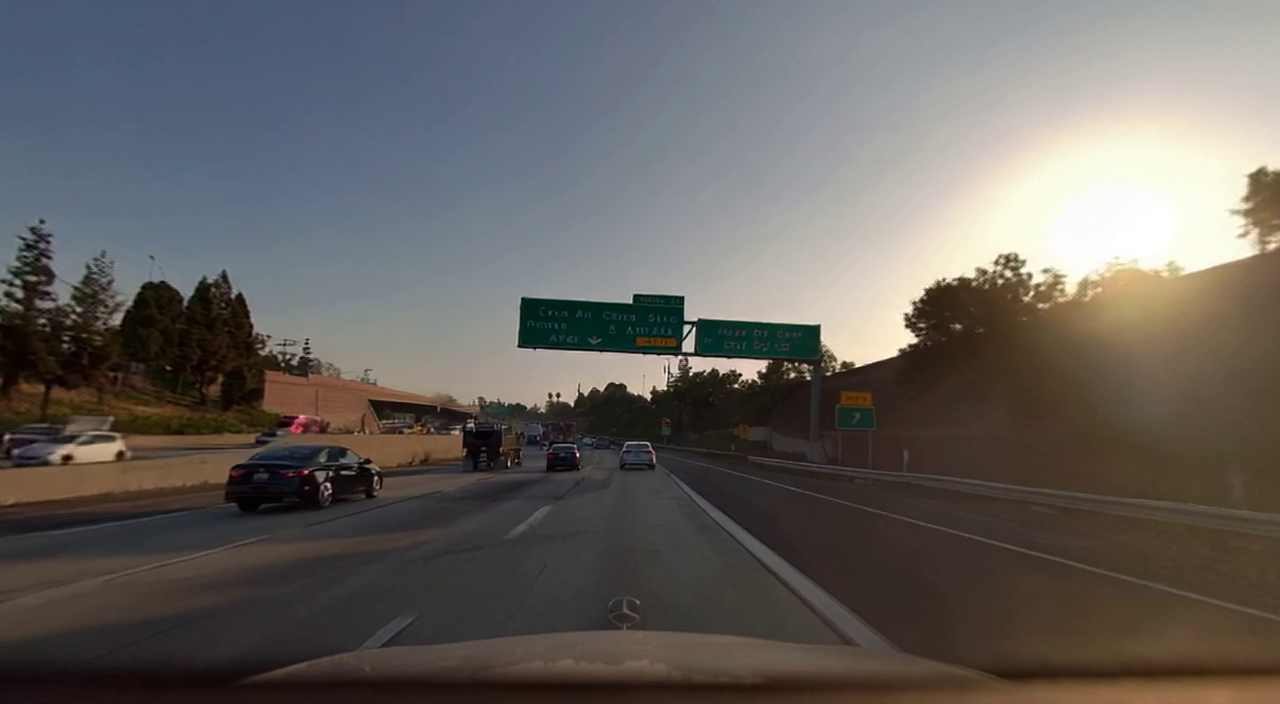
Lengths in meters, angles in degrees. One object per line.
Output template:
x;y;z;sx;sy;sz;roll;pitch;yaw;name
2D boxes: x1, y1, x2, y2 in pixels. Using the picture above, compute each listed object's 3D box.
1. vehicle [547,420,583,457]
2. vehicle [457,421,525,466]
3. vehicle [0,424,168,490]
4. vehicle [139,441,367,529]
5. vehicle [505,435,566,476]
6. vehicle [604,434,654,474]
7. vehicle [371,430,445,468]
-5.719;6.715;48.947;2.279;2.672;5.256;0;-8;-2;vehicle
-8.574;5.355;37.027;2.773;2.402;6.232;0;-8;-3;vehicle
-15.986;2.897;17.630;2.083;1.577;4.648;0;-8;-2;vehicle
-7.547;2.589;12.959;1.896;1.465;4.399;0;-8;0;vehicle
-4.440;4.464;27.518;2.005;1.631;4.295;0;-8;-1;vehicle
-0.536;4.592;28.620;2.092;1.671;3.772;0;-8;-2;vehicle
-12.120;5.112;33.368;2.079;1.807;5.187;0;-8;-2;vehicle
